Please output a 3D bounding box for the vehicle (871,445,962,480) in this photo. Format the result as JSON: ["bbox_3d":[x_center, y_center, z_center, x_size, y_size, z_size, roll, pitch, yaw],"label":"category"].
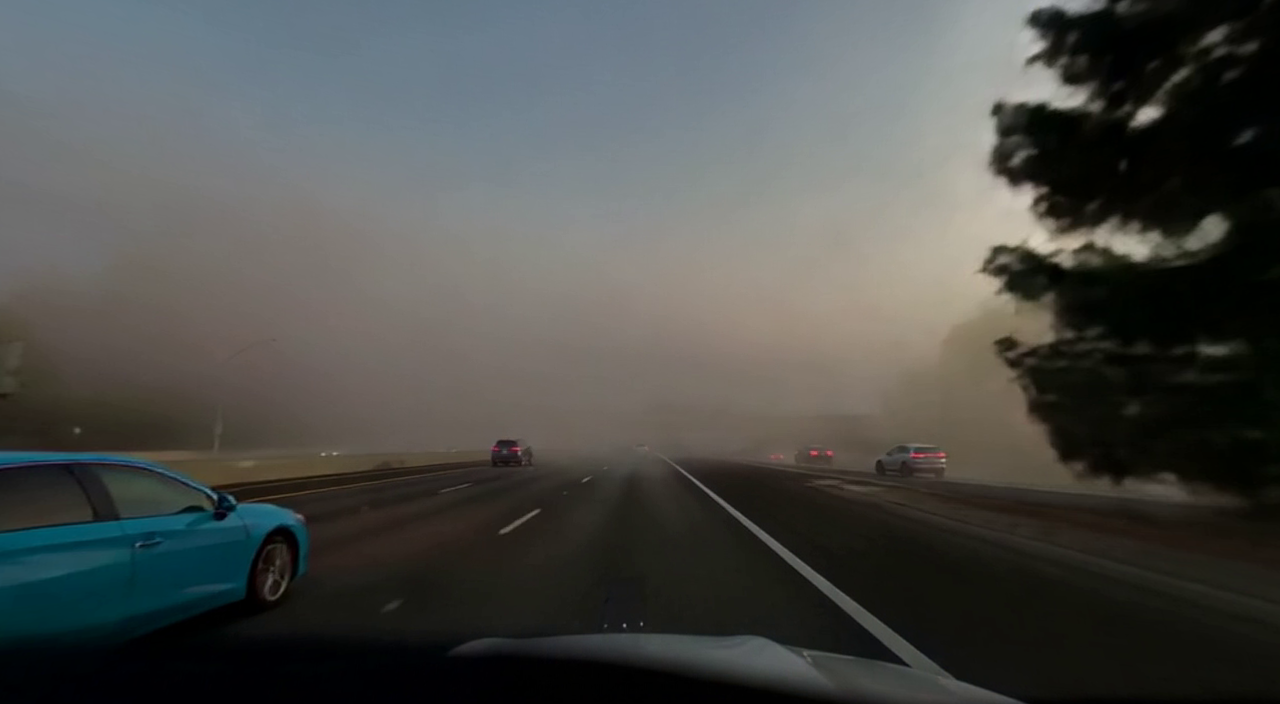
[{"bbox_3d":[12.767,5.098,29.436,2.000,1.515,4.188,1,-8,-6],"label":"vehicle"}]

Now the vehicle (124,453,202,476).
[{"bbox_3d":[-35.262,8.308,46.787,1.875,1.460,4.702,-1,-8,5],"label":"vehicle"}]

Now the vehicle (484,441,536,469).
[{"bbox_3d":[-7.290,5.805,35.795,1.987,1.486,4.174,-1,-8,2],"label":"vehicle"}]
